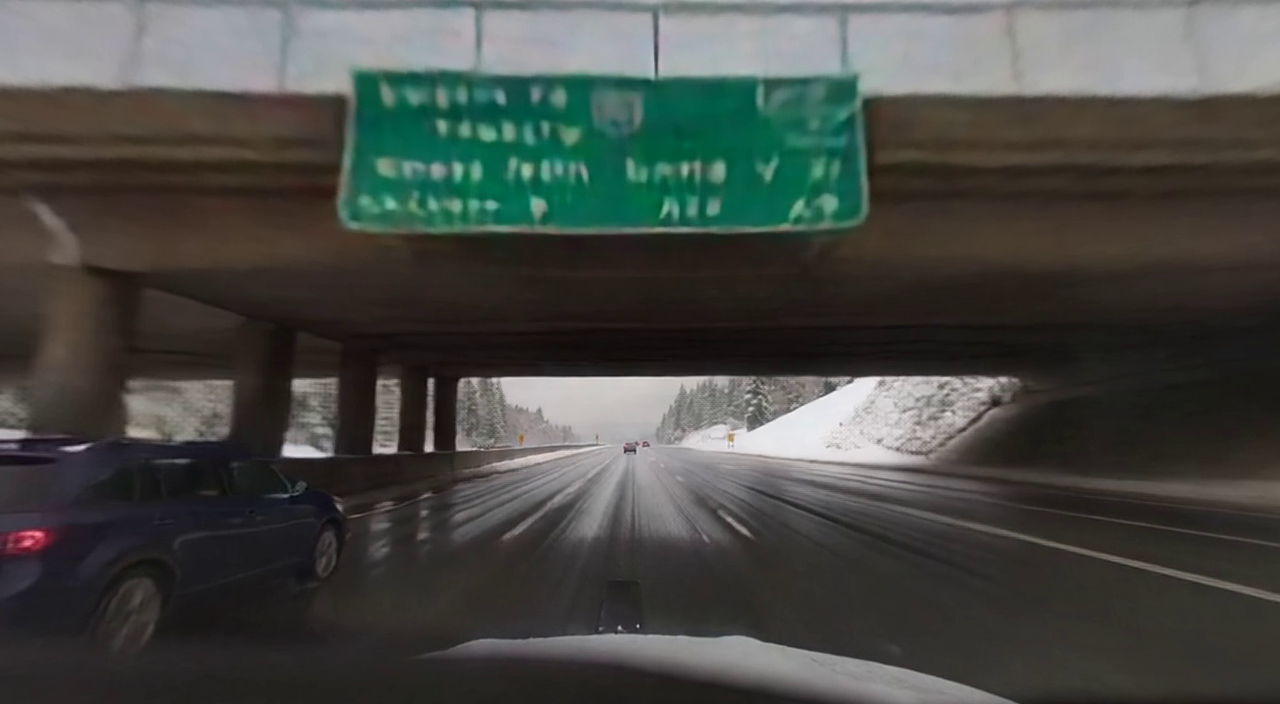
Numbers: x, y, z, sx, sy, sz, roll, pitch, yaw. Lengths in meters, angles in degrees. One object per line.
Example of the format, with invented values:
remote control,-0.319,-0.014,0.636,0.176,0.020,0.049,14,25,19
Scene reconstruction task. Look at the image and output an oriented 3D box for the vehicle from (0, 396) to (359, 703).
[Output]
vehicle,-4.043,1.222,4.543,2.050,1.547,4.266,0,-8,0
